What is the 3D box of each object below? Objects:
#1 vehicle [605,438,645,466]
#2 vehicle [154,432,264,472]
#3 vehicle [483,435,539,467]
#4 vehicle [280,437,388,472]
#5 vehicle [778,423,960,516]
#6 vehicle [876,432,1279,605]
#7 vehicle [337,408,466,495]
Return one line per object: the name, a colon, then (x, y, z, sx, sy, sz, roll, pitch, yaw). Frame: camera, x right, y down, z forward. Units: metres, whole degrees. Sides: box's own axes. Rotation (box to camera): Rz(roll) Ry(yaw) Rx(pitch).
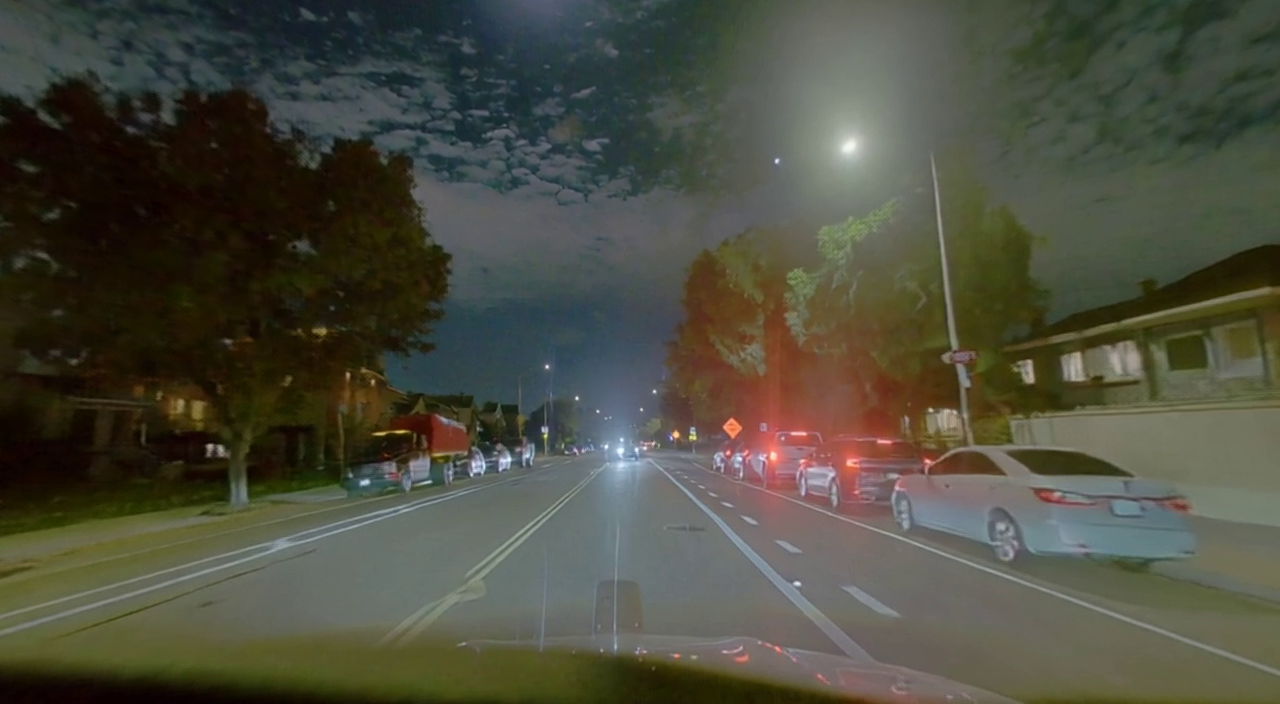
vehicle: (-0.802, 5.688, 36.003, 2.151, 1.481, 4.084, 0, -9, 0)
vehicle: (-23.552, 5.465, 34.518, 4.491, 2.031, 2.045, -1, -8, 0)
vehicle: (-8.761, 6.828, 43.514, 2.659, 2.047, 6.014, 0, -9, -1)
vehicle: (-16.527, 5.538, 34.177, 4.779, 1.823, 1.964, 0, -9, 0)
vehicle: (4.769, 2.546, 14.107, 2.225, 1.715, 4.755, 0, -9, -1)
vehicle: (4.719, 1.762, 7.664, 1.912, 1.463, 4.477, 0, -9, 0)
vehicle: (-7.907, 3.347, 21.436, 2.526, 2.631, 4.228, 0, -9, 2)
